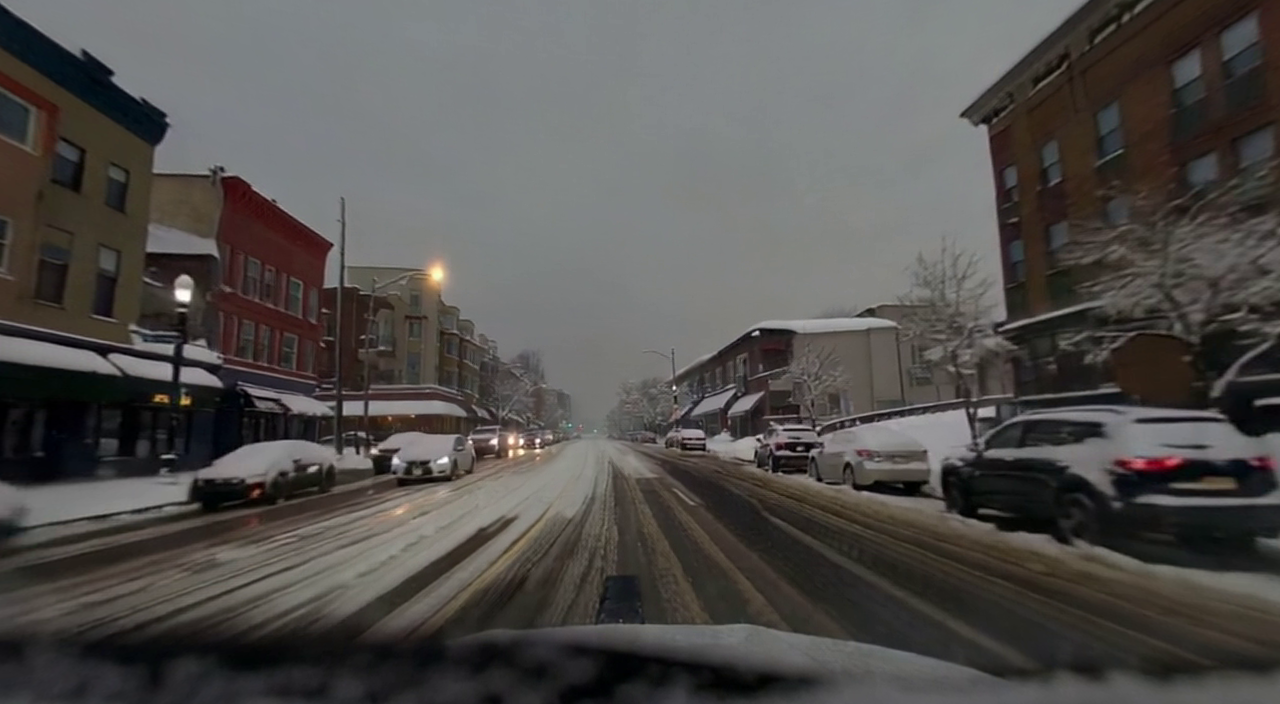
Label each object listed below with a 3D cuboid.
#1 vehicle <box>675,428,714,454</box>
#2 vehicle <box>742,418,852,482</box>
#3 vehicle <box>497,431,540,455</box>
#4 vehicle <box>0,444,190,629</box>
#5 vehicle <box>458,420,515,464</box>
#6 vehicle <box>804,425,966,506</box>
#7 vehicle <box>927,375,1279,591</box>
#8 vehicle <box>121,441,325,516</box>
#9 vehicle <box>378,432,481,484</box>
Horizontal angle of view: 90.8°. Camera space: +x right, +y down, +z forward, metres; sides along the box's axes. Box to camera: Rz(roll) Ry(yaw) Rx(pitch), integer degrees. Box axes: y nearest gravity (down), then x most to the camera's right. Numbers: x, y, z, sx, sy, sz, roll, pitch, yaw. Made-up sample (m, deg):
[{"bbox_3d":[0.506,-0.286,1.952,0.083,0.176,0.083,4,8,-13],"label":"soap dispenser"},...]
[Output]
[{"bbox_3d":[3.499,5.830,41.358,1.957,1.572,4.418,0,-8,-3],"label":"vehicle"},{"bbox_3d":[4.906,3.192,20.700,2.059,1.804,5.182,0,-8,-3],"label":"vehicle"},{"bbox_3d":[-7.808,5.941,41.142,2.052,1.481,4.248,0,-8,-1],"label":"vehicle"},{"bbox_3d":[-6.070,1.501,5.123,1.803,1.472,4.164,0,-8,-1],"label":"vehicle"},{"bbox_3d":[-7.430,4.436,31.107,1.937,1.944,4.640,0,-8,-4],"label":"vehicle"},{"bbox_3d":[5.390,2.540,14.604,1.915,1.569,4.117,0,-8,-3],"label":"vehicle"},{"bbox_3d":[5.888,1.515,8.153,1.945,1.931,4.778,0,-8,-2],"label":"vehicle"},{"bbox_3d":[-9.672,2.923,15.226,2.012,1.514,4.450,0,-8,-3],"label":"vehicle"},{"bbox_3d":[-6.668,3.400,20.538,2.095,1.493,4.216,0,-8,-3],"label":"vehicle"}]
